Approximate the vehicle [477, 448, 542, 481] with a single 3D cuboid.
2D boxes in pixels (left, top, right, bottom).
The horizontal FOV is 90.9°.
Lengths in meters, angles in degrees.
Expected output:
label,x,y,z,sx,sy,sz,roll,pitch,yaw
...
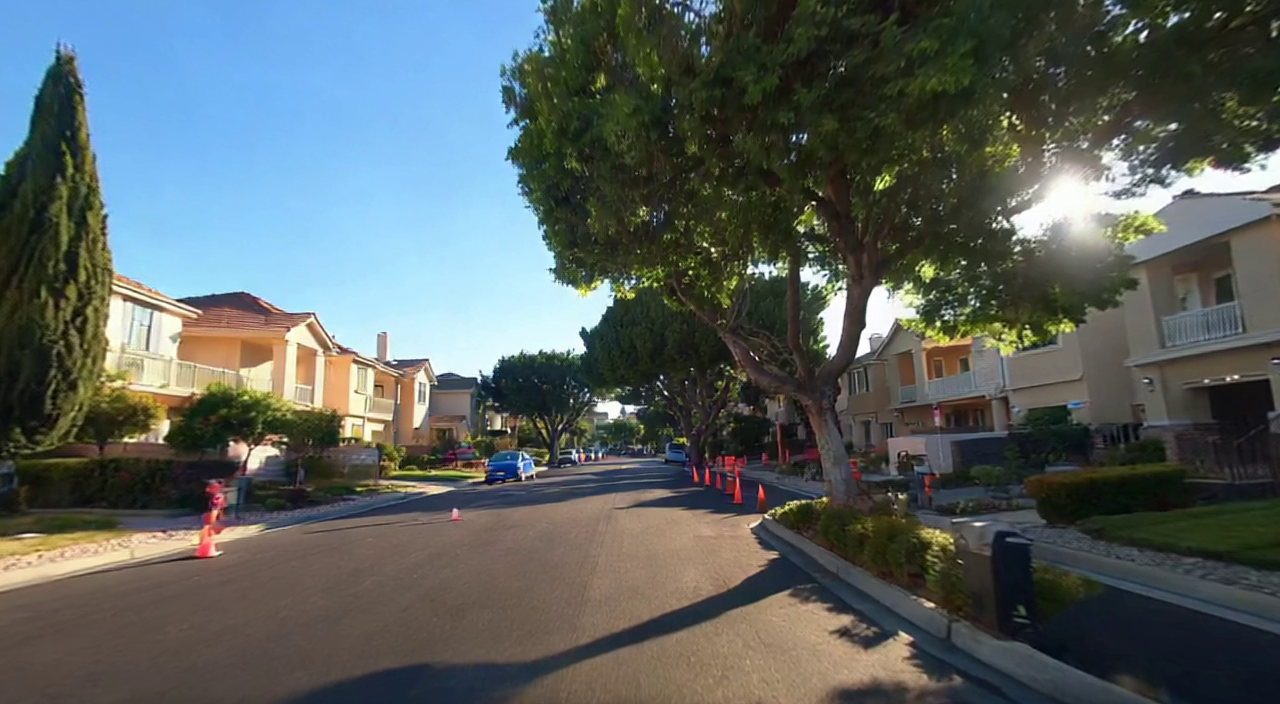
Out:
label,x,y,z,sx,sy,sz,roll,pitch,yaw
vehicle,-6.387,5.526,31.348,2.137,1.481,4.503,0,-9,2
